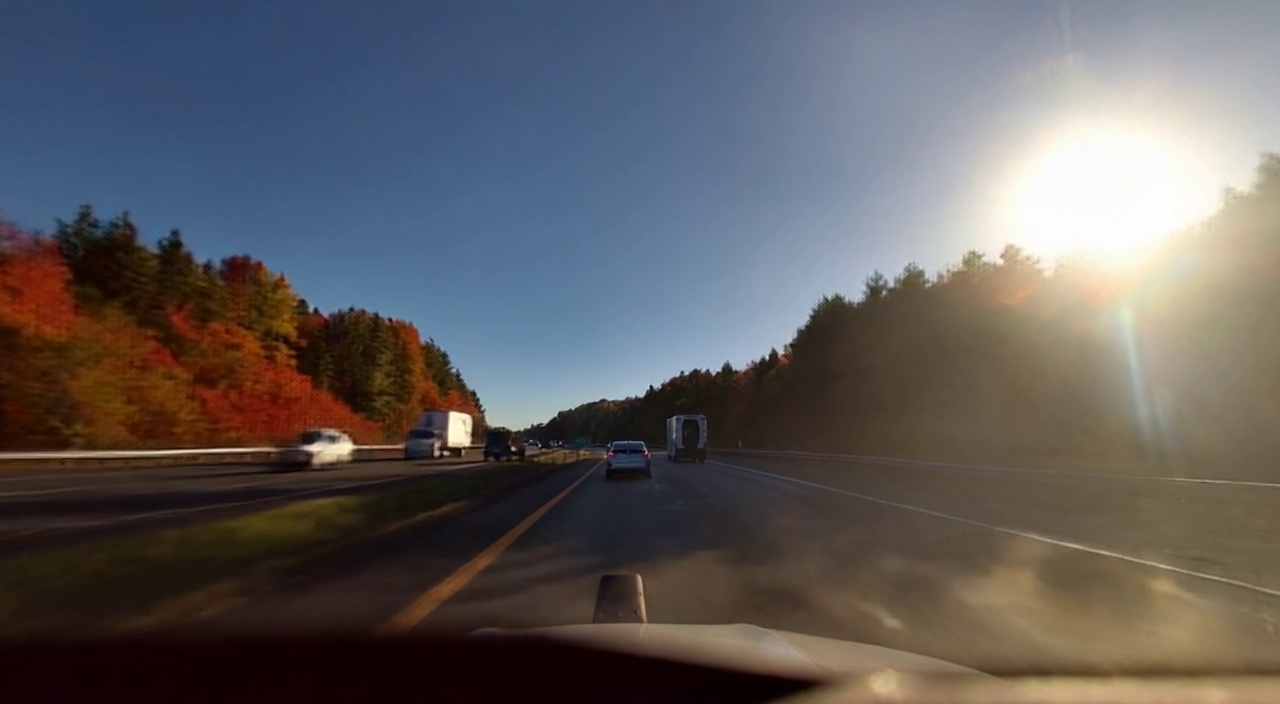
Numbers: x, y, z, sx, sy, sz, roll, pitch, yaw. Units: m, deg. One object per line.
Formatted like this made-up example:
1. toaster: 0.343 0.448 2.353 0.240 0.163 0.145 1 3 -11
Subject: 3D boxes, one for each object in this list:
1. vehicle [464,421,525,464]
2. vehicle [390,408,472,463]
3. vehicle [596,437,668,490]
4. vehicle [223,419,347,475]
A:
1. vehicle: -9.462 5.994 41.430 2.433 2.536 7.064 0 -9 -1
2. vehicle: -14.289 5.877 43.615 2.962 3.482 8.134 0 -9 -1
3. vehicle: -0.271 3.544 20.203 2.099 1.506 4.097 0 -9 -1
4. vehicle: -13.383 3.654 24.057 2.059 1.899 4.680 0 -9 -1
